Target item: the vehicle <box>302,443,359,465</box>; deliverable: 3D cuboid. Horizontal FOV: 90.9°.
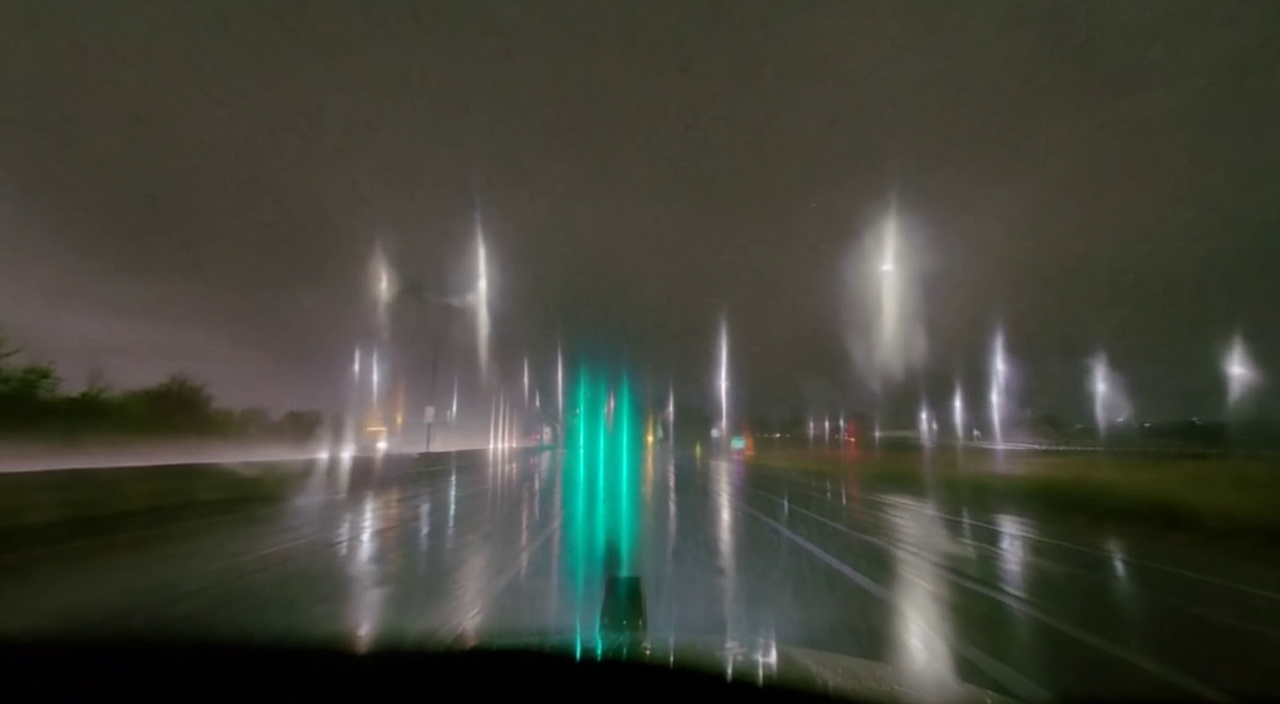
[{"bbox_3d":[-22.720,7.480,46.441,1.905,1.477,4.669,0,-8,-1],"label":"vehicle"}]
